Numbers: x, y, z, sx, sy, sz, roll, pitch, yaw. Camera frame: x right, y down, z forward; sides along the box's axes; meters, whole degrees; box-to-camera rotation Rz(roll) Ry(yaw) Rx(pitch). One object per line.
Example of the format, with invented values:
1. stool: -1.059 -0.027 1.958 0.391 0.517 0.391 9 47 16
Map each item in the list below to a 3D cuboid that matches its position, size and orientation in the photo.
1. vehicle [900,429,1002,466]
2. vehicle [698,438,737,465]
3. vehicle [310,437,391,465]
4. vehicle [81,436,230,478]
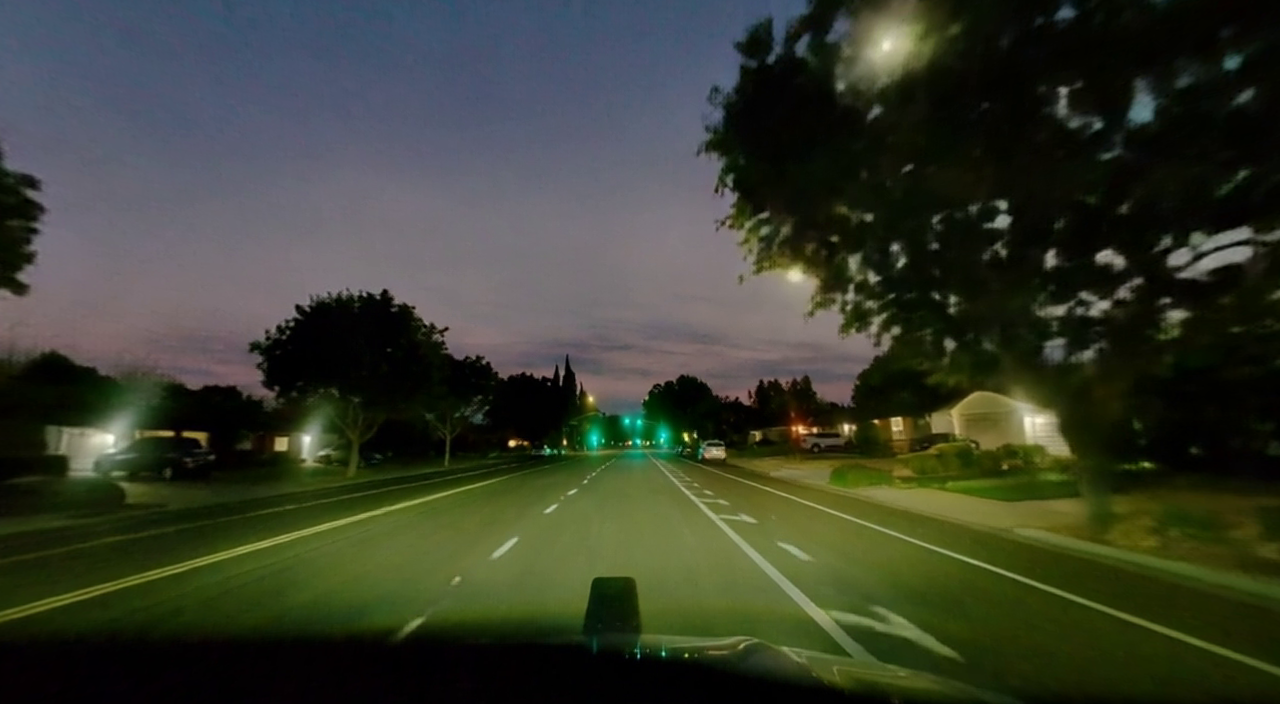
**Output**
1. vehicle: 15.445 4.756 31.538 4.010 1.751 1.922 -1 -8 3
2. vehicle: 5.127 6.671 42.412 2.001 1.693 4.311 0 -8 -1
3. vehicle: -20.358 6.992 44.560 4.564 1.895 2.221 -1 -8 6
4. vehicle: -21.944 4.773 28.813 4.889 1.822 2.159 0 -8 -2
